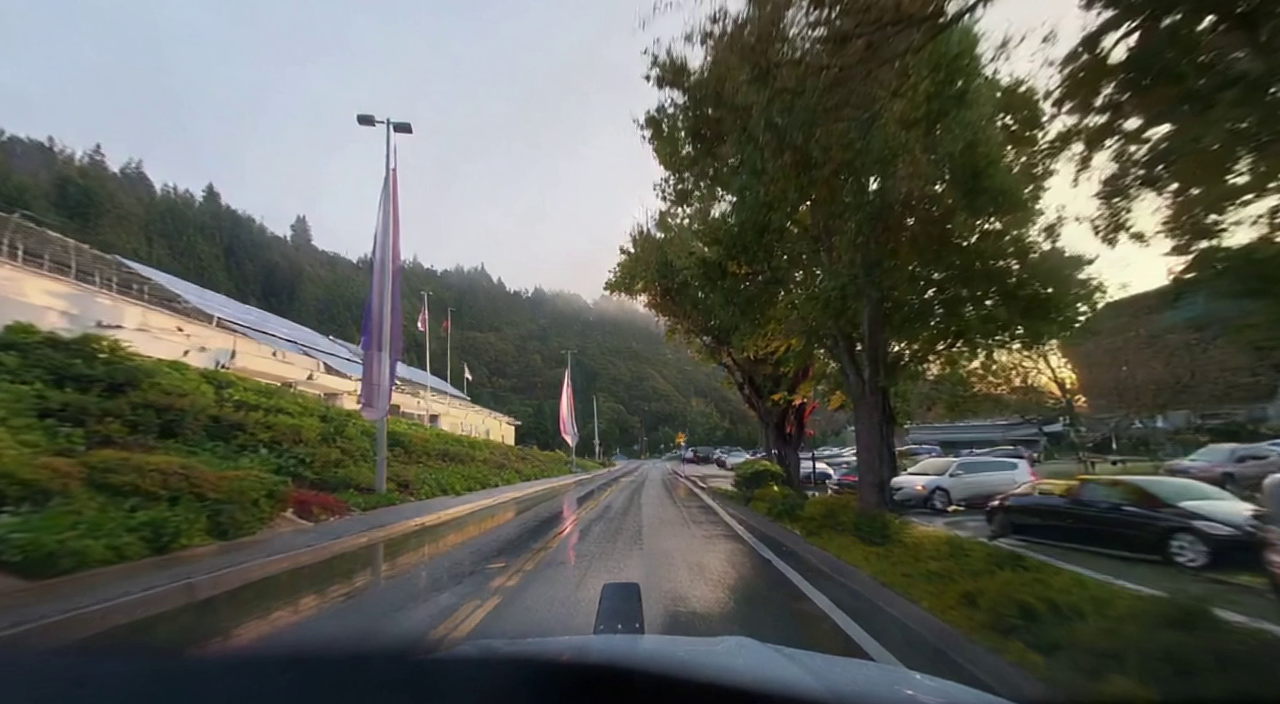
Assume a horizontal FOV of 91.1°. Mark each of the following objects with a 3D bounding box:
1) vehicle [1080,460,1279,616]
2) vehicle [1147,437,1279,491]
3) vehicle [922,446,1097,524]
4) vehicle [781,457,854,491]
[{"bbox_3d":[8.433,2.390,8.544,3.441,1.404,1.744,-7,-6,0],"label":"vehicle"},{"bbox_3d":[18.460,3.500,19.954,1.807,1.547,3.443,0,-9,1],"label":"vehicle"},{"bbox_3d":[9.192,3.231,15.703,3.519,1.503,1.912,1,-6,-22],"label":"vehicle"},{"bbox_3d":[8.378,5.775,30.068,1.981,1.471,3.636,2,-9,-9],"label":"vehicle"}]
